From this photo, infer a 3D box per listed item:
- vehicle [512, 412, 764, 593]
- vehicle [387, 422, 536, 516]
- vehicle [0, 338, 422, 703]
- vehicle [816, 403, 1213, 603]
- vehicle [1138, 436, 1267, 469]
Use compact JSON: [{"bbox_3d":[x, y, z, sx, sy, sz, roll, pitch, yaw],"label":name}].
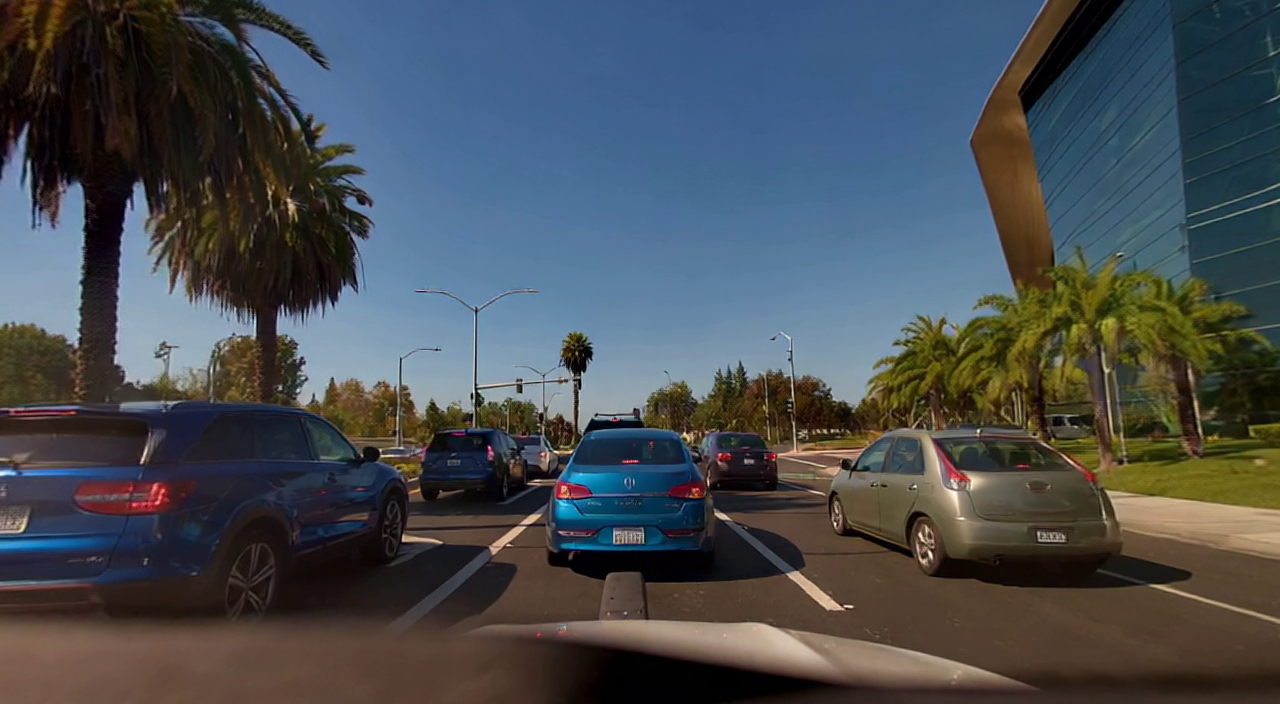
[{"bbox_3d":[-0.057,1.653,7.808,2.219,1.586,4.321,0,-8,-1],"label":"vehicle"},{"bbox_3d":[-3.472,2.347,13.067,1.917,1.631,3.768,0,-8,1],"label":"vehicle"},{"bbox_3d":[-3.541,1.133,5.079,2.014,1.775,4.404,0,-8,-1],"label":"vehicle"},{"bbox_3d":[3.836,1.617,7.673,2.064,1.696,4.431,0,-8,0],"label":"vehicle"},{"bbox_3d":[25.454,4.539,28.637,4.014,1.417,1.777,-1,-8,5],"label":"vehicle"}]
